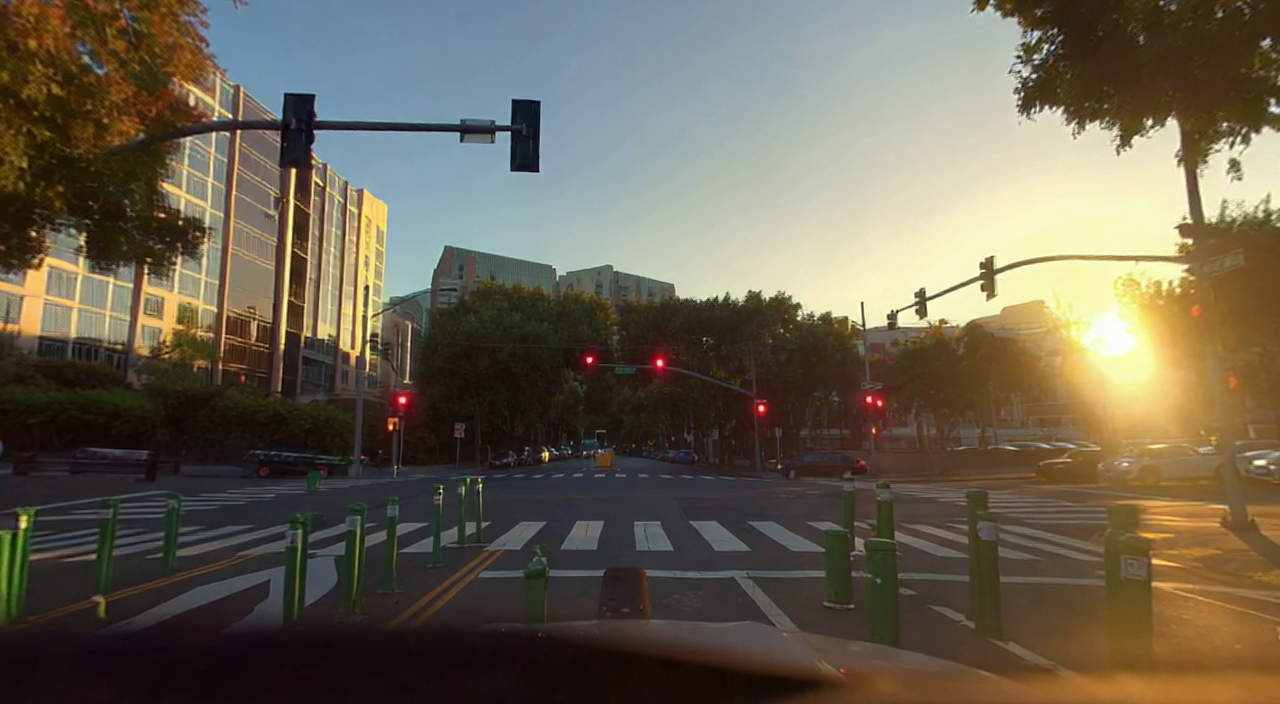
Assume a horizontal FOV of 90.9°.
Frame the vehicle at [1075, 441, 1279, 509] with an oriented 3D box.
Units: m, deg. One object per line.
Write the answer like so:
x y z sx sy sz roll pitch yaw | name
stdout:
12.997 2.787 14.553 4.424 1.436 1.804 -1 -9 5 | vehicle

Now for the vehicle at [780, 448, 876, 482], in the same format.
9.278 5.570 31.259 4.368 1.522 1.972 -3 -9 18 | vehicle
